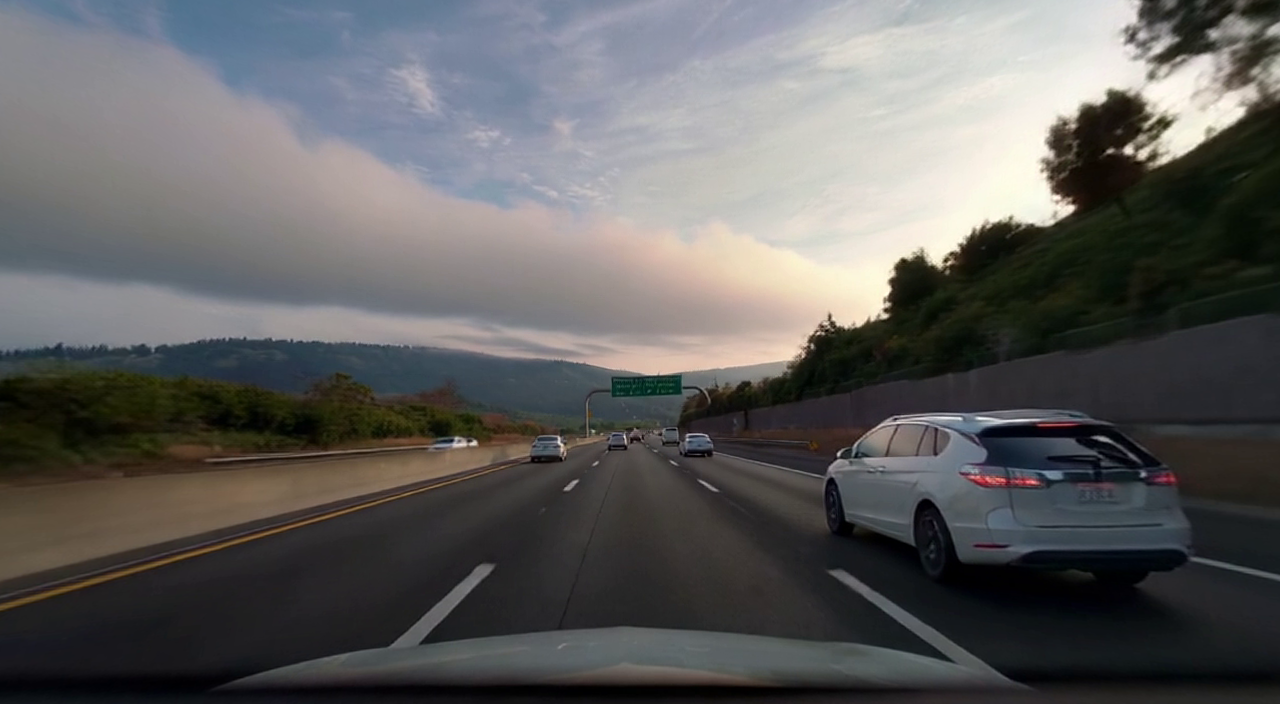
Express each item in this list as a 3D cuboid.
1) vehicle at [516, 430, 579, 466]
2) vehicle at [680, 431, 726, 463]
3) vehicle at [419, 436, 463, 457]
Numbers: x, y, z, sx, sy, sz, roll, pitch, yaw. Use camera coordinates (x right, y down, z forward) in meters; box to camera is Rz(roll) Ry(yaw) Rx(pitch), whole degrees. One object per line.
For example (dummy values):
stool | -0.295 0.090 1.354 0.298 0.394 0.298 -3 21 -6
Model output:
vehicle | -4.024 4.250 28.144 2.204 1.486 4.121 0 -8 0
vehicle | 3.052 4.669 31.174 1.806 1.469 3.681 0 -8 -2
vehicle | -14.860 7.059 47.278 2.025 1.457 4.147 0 -8 -2
